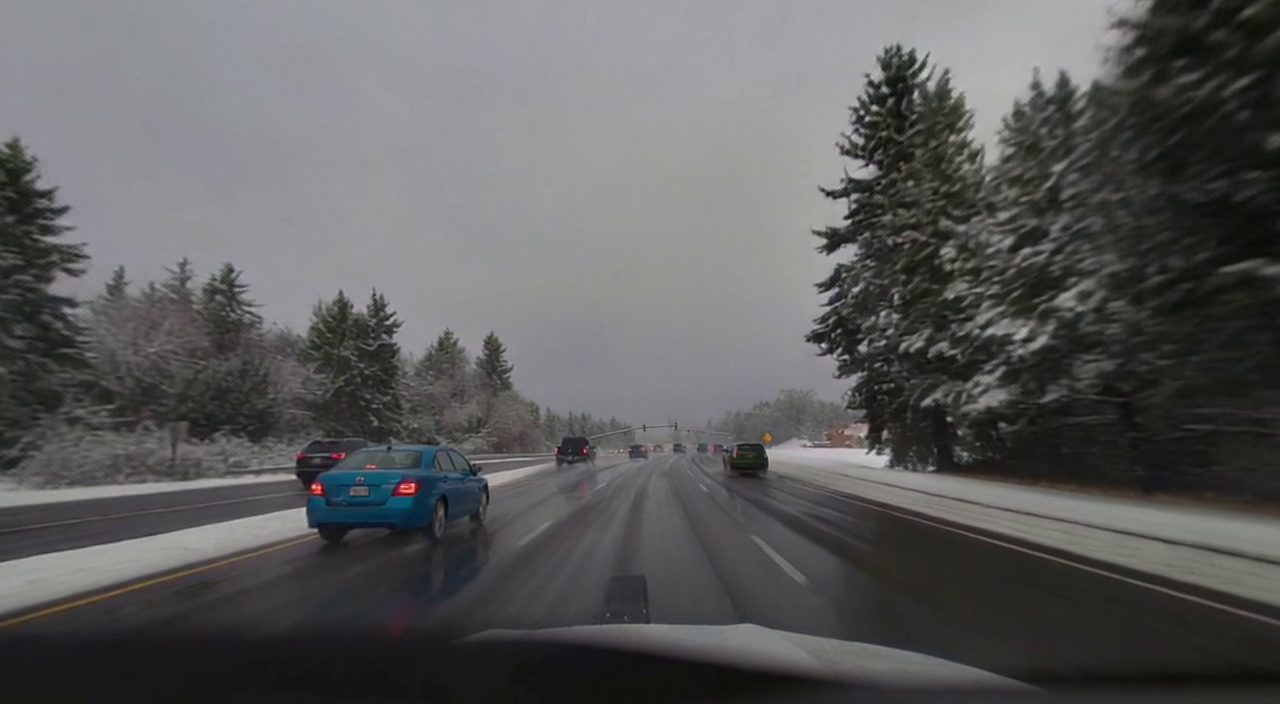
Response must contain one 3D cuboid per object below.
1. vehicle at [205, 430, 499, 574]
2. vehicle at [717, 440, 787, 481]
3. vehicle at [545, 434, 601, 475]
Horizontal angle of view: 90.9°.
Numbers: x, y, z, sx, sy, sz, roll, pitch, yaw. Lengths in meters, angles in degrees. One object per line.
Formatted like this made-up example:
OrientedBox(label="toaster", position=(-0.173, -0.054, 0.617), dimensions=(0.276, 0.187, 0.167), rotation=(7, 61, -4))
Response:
OrientedBox(label="vehicle", position=(-3.512, 1.892, 8.846), dimensions=(1.948, 1.475, 4.461), rotation=(0, -8, 1))
OrientedBox(label="vehicle", position=(4.377, 4.313, 25.327), dimensions=(2.100, 1.472, 4.533), rotation=(0, -8, 1))
OrientedBox(label="vehicle", position=(-3.163, 4.972, 30.783), dimensions=(2.122, 1.847, 4.696), rotation=(0, -8, 1))
